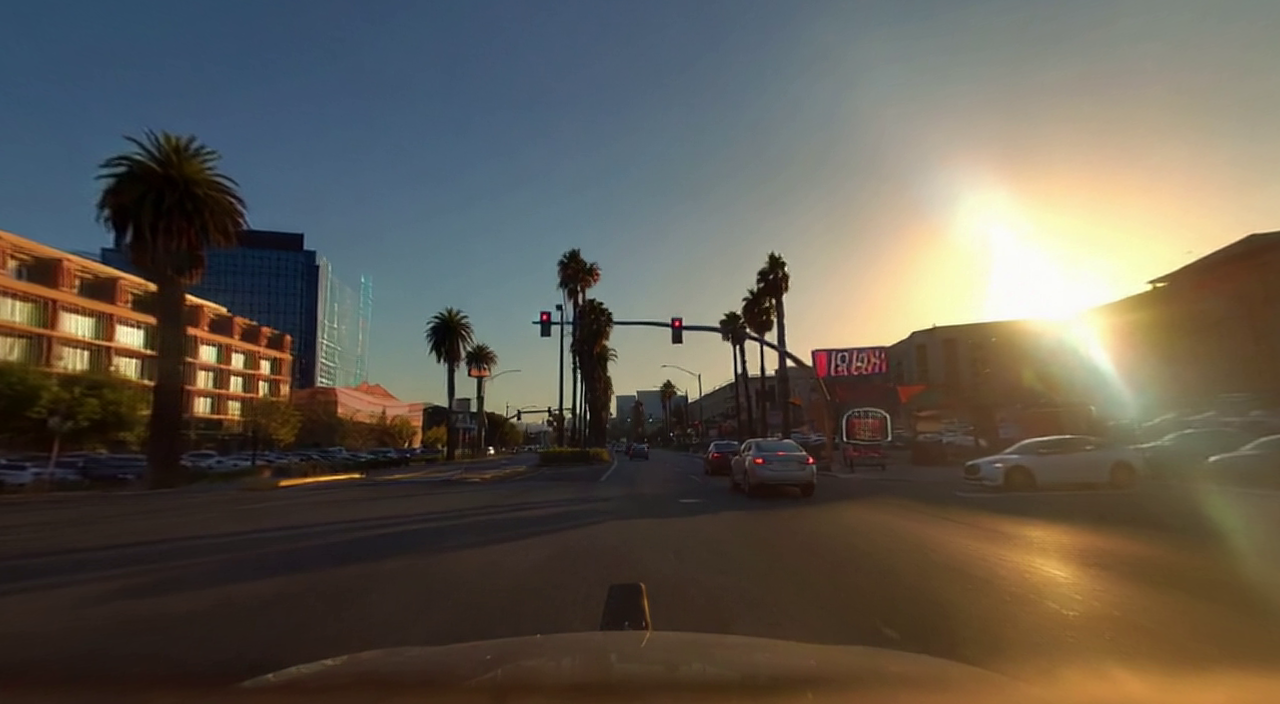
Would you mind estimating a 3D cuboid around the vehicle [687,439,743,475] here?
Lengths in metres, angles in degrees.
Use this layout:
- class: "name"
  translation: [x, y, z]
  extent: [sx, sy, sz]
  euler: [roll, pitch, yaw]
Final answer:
- class: "vehicle"
  translation: [3.233, 4.606, 28.018]
  extent: [1.870, 1.467, 4.800]
  euler: [0, -8, 0]

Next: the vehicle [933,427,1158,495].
- class: "vehicle"
  translation: [10.563, 2.859, 16.743]
  extent: [4.448, 1.640, 2.160]
  euler: [0, -8, 0]

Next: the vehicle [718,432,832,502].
- class: "vehicle"
  translation: [3.277, 2.858, 16.166]
  extent: [1.931, 1.534, 4.126]
  euler: [0, -8, -1]
